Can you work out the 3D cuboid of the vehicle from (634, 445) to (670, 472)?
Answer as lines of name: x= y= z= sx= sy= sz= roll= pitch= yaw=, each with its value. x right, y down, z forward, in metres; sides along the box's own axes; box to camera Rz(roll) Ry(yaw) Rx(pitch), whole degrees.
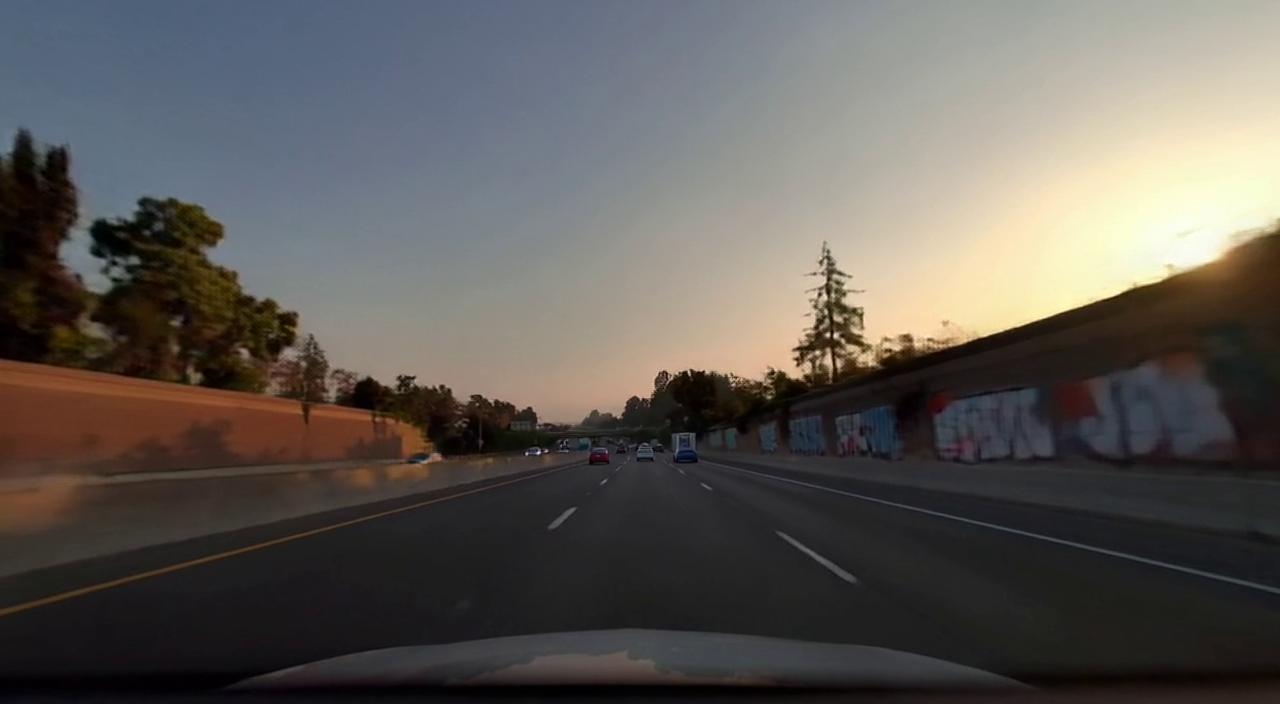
vehicle: x=0.661 y=6.282 z=37.216 sx=2.009 sy=1.506 sz=4.091 roll=0 pitch=-9 yaw=0

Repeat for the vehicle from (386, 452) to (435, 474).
vehicle: x=-16.346 y=7.903 z=45.116 sx=1.884 sy=1.462 sz=4.122 roll=0 pitch=-9 yaw=0

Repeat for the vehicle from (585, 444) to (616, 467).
vehicle: x=-2.971 y=7.937 z=48.500 sx=2.095 sy=1.671 sz=4.193 roll=0 pitch=-9 yaw=0
